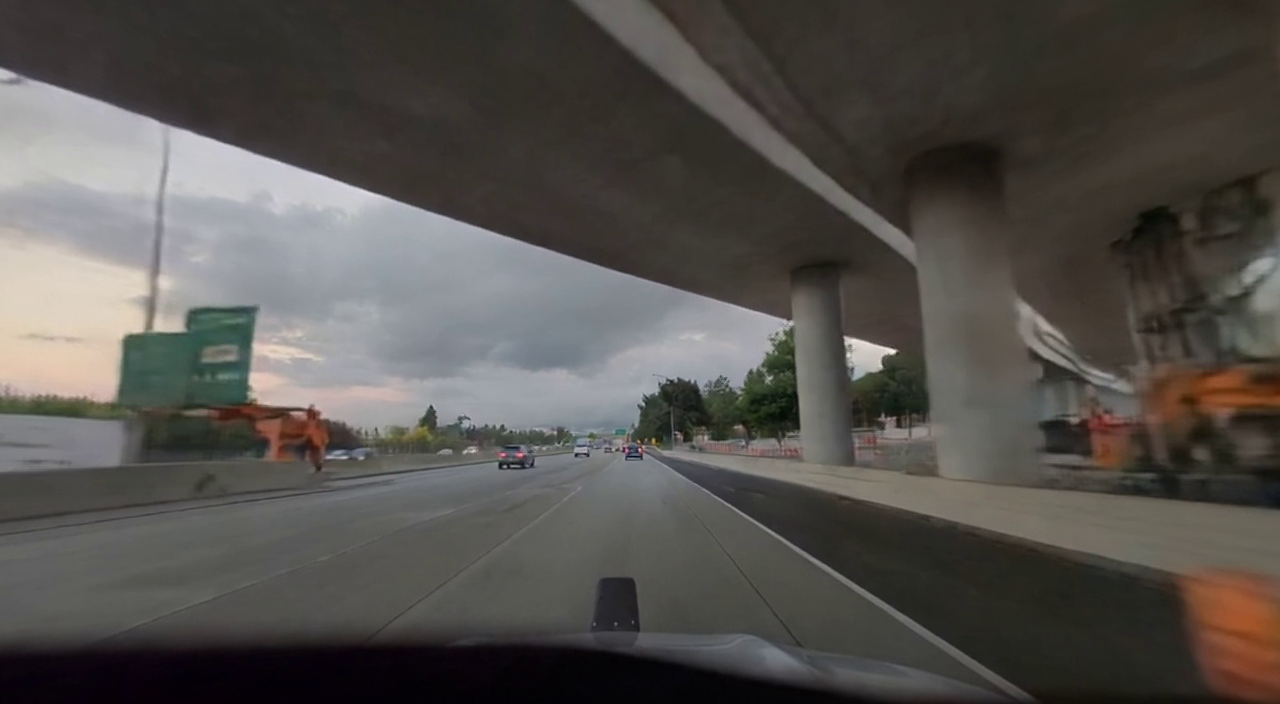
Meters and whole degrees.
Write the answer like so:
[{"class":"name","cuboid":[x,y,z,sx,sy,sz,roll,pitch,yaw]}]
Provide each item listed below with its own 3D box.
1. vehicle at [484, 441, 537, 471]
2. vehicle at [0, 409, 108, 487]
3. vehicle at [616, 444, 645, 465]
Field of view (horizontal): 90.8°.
[{"class":"vehicle","cuboid":[-7.292,5.908,36.040,2.128,1.604,4.279,0,-8,0]},{"class":"vehicle","cuboid":[-28.853,3.922,25.860,2.805,3.309,13.063,0,-8,0]},{"class":"vehicle","cuboid":[-0.673,7.465,46.126,2.051,1.459,4.092,0,-8,-1]}]
